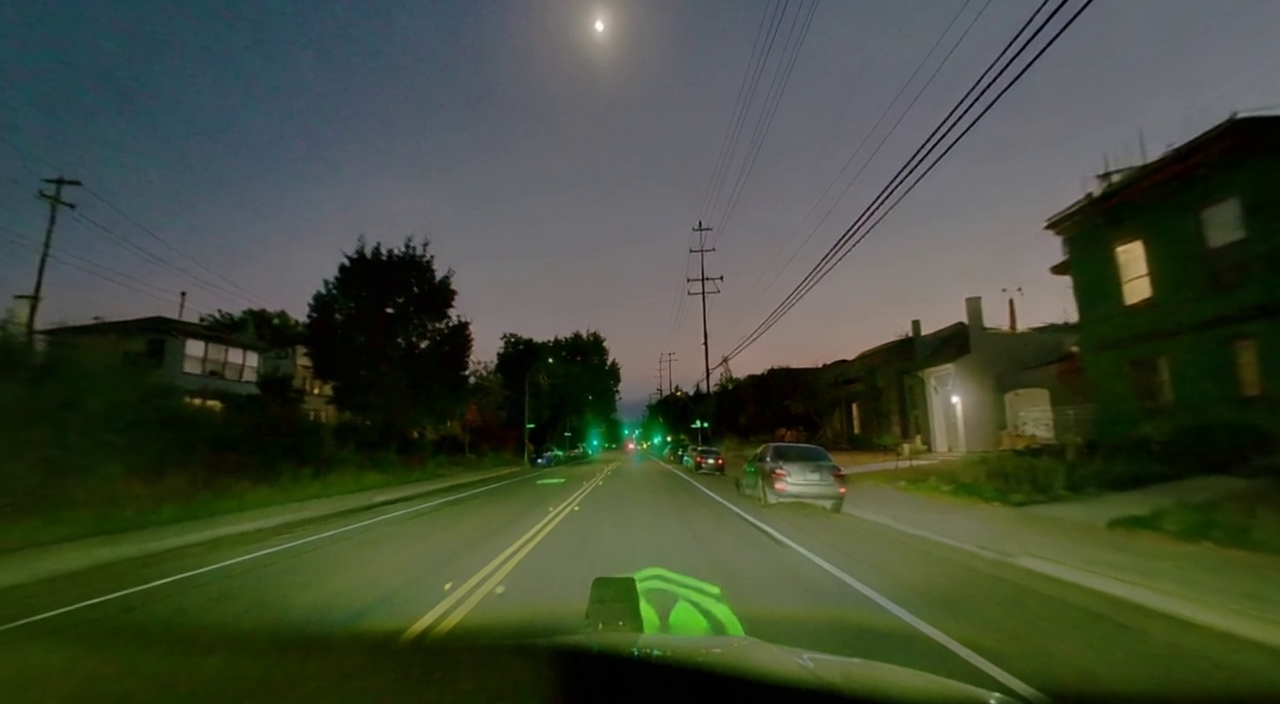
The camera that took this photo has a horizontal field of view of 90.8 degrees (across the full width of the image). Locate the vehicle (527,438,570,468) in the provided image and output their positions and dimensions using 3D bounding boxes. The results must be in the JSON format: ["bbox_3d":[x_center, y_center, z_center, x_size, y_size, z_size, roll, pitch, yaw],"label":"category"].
[{"bbox_3d":[-6.760,7.564,47.171,2.451,2.099,5.112,-1,-10,0],"label":"vehicle"}]

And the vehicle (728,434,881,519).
[{"bbox_3d":[3.414,2.693,14.273,2.024,1.554,4.867,0,-8,-2],"label":"vehicle"}]

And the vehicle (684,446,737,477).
[{"bbox_3d":[3.295,5.234,30.475,1.967,1.382,4.361,0,-8,-1],"label":"vehicle"}]
